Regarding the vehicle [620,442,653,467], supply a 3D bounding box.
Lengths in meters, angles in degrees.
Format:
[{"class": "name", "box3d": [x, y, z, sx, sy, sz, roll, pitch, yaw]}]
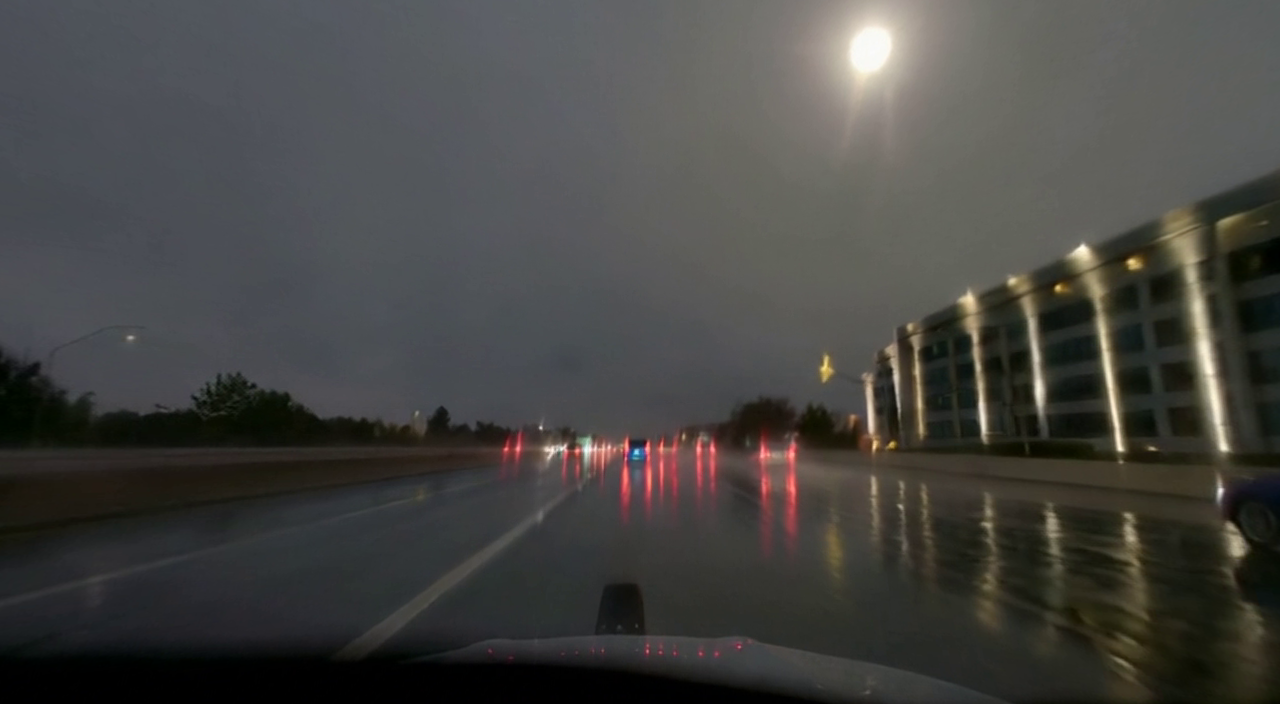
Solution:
[{"class": "vehicle", "box3d": [-0.203, 6.690, 41.272, 2.036, 1.542, 3.891, 0, -8, 0]}]
